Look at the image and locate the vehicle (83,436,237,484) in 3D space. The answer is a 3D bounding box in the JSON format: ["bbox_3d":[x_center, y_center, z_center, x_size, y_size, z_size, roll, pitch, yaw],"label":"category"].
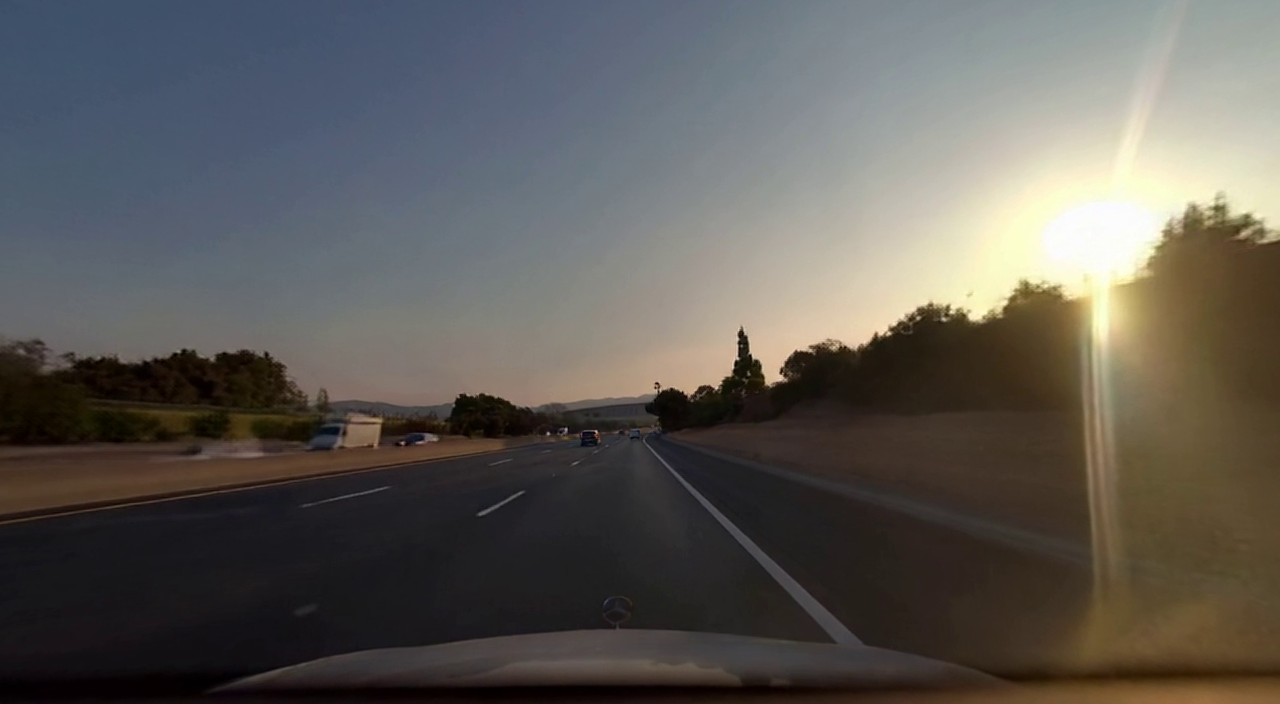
[{"bbox_3d":[-16.370,3.665,21.809,1.913,1.497,4.419,0,-8,-1],"label":"vehicle"}]

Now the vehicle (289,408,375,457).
[{"bbox_3d":[-24.186,6.435,49.926,2.838,3.540,7.976,0,-8,-1],"label":"vehicle"}]
